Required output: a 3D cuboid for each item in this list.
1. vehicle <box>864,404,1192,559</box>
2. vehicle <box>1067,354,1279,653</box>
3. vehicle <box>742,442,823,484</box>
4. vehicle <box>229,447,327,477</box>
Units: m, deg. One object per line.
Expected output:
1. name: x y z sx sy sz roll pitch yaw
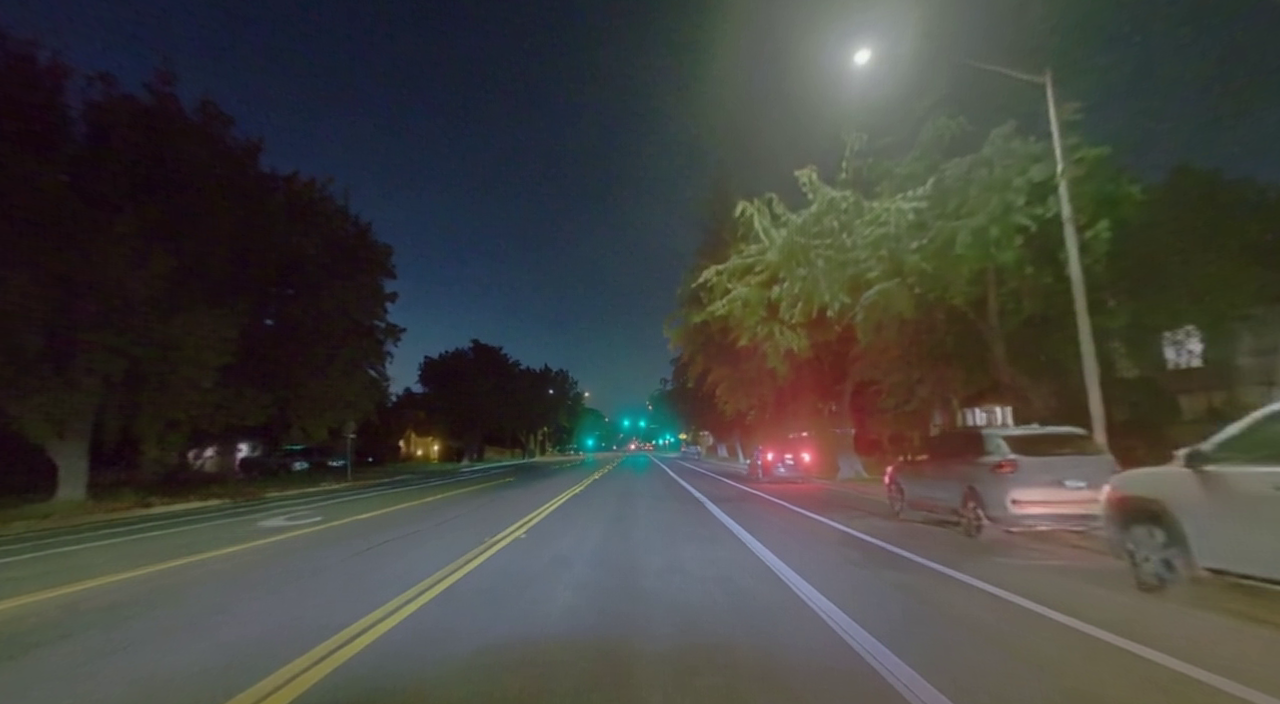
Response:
1. vehicle: 5.236 1.812 9.499 2.047 1.752 4.538 0 -9 1
2. vehicle: 4.977 0.848 3.345 2.160 1.800 4.646 0 -9 1
3. vehicle: 5.376 4.230 24.358 1.935 1.453 4.488 0 -9 -2
4. vehicle: -21.800 6.624 38.106 4.610 1.721 2.019 0 -9 -2
